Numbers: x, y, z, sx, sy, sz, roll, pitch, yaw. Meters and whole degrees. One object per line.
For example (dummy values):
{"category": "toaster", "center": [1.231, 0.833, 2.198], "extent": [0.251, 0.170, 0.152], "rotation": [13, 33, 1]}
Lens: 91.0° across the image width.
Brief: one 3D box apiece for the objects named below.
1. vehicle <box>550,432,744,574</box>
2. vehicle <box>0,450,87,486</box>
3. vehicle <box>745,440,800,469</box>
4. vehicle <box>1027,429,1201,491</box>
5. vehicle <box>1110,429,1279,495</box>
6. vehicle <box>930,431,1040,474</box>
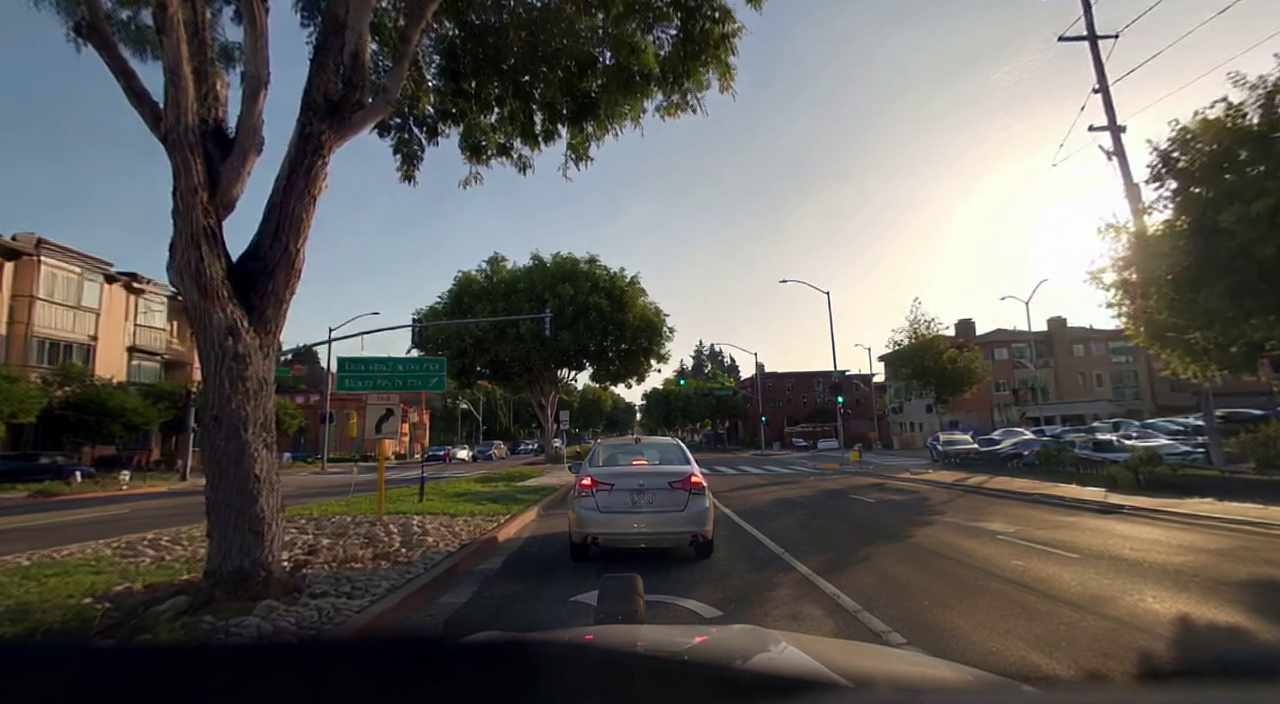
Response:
{"category": "vehicle", "center": [-0.034, 1.878, 8.654], "extent": [2.010, 1.447, 4.121], "rotation": [0, -9, -3]}
{"category": "vehicle", "center": [-27.399, 5.089, 27.900], "extent": [1.773, 1.438, 4.268], "rotation": [0, -9, 2]}
{"category": "vehicle", "center": [7.032, 5.482, 33.821], "extent": [1.932, 1.439, 4.159], "rotation": [0, -9, -1]}
{"category": "vehicle", "center": [13.078, 3.000, 17.737], "extent": [1.859, 1.525, 3.948], "rotation": [0, -9, 1]}
{"category": "vehicle", "center": [15.766, 3.073, 17.851], "extent": [1.814, 1.642, 3.863], "rotation": [0, -9, 1]}
{"category": "vehicle", "center": [13.093, 3.844, 24.167], "extent": [1.887, 1.504, 3.898], "rotation": [0, -9, -2]}
